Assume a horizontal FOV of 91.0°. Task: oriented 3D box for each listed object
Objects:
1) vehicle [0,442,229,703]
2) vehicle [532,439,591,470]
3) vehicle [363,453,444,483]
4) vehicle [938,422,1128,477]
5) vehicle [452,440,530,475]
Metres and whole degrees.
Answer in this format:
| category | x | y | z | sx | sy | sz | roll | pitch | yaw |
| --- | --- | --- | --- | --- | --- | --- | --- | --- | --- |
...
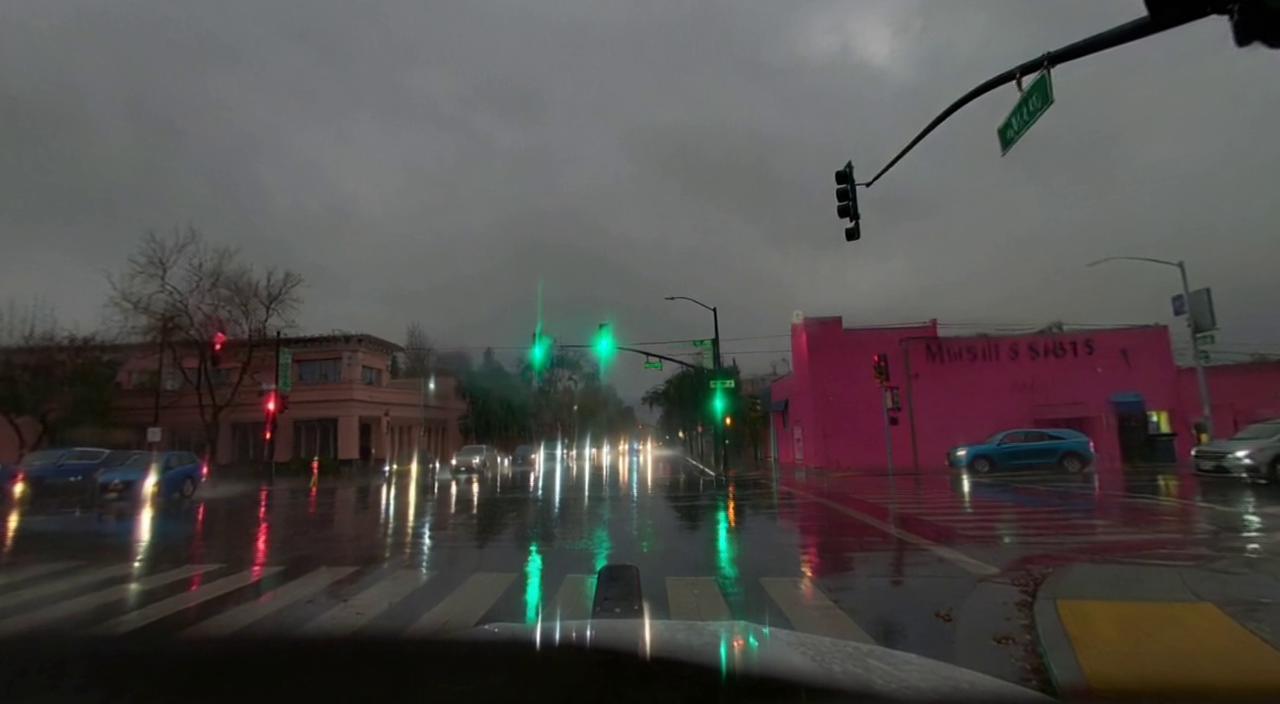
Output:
| category | x | y | z | sx | sy | sz | roll | pitch | yaw |
| --- | --- | --- | --- | --- | --- | --- | --- | --- | --- |
| vehicle | -3.735 | 0.972 | 2.153 | 1.759 | 1.325 | 4.295 | 0 | -9 | 0 |
| vehicle | -4.498 | 5.977 | 36.883 | 1.928 | 1.647 | 4.575 | -2 | -9 | 13 |
| vehicle | -12.593 | 6.170 | 33.873 | 1.976 | 1.425 | 4.567 | -1 | -9 | 9 |
| vehicle | 11.565 | 2.898 | 18.795 | 4.355 | 1.546 | 1.820 | -1 | -9 | 6 |
| vehicle | -8.379 | 5.977 | 36.057 | 2.152 | 1.825 | 5.406 | -2 | -9 | 12 |
